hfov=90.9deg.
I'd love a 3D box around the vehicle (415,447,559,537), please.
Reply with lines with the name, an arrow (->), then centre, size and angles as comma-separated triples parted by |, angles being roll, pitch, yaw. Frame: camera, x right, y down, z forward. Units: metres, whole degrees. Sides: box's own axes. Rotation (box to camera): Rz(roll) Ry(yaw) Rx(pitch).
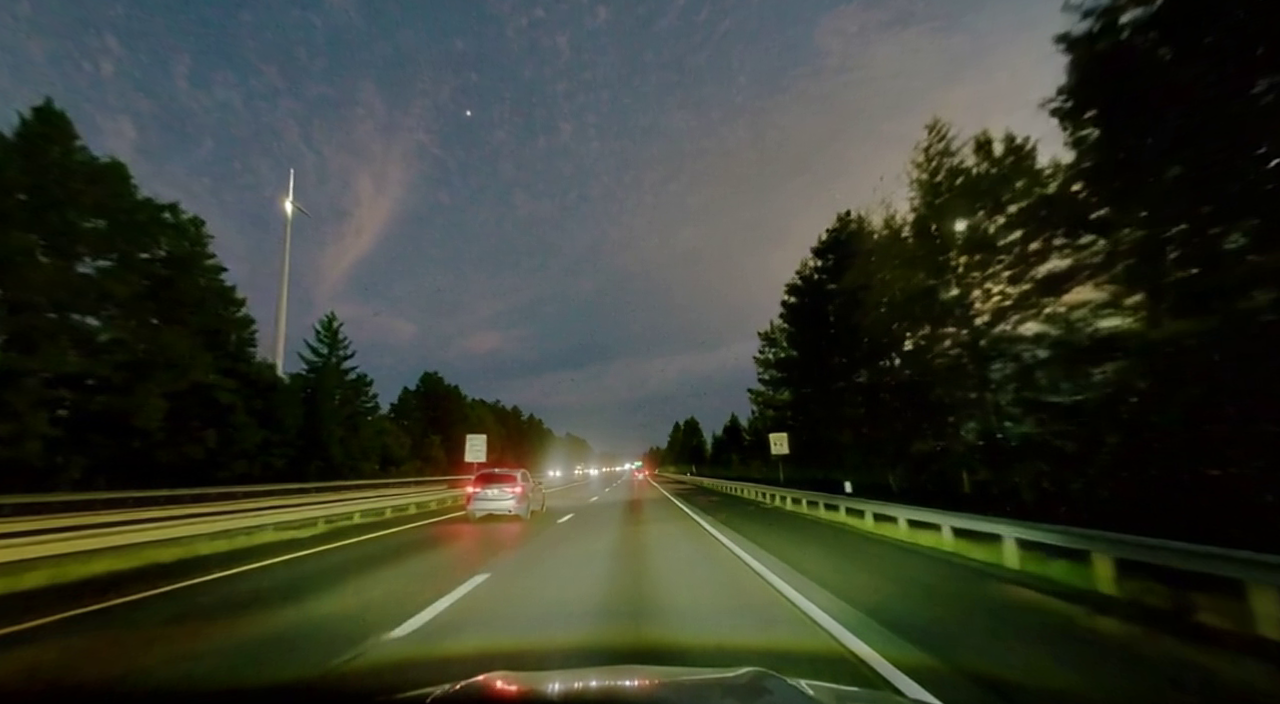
vehicle -> -3.266, 3.144, 14.517 | 2.124, 1.705, 4.440 | 1, -11, 1
